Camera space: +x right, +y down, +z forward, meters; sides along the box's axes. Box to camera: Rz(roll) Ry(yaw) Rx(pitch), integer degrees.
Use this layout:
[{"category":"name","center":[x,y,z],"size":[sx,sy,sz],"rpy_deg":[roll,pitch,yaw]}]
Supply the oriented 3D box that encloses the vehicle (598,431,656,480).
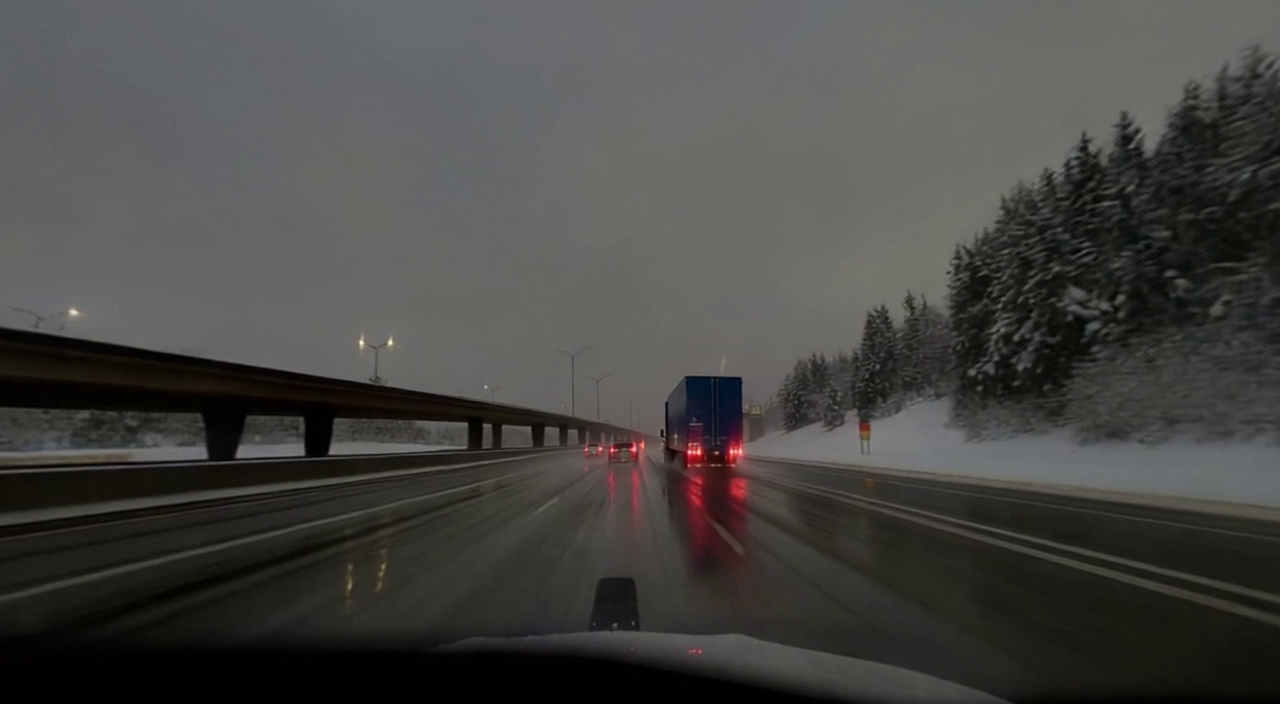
[{"category":"vehicle","center":[-0.434,4.055,24.889],"size":[2.077,1.716,4.514],"rpy_deg":[0,-9,1]}]

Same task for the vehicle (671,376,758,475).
[{"category":"vehicle","center":[3.341,3.779,31.260],"size":[2.964,4.063,10.072],"rpy_deg":[0,-8,0]}]
